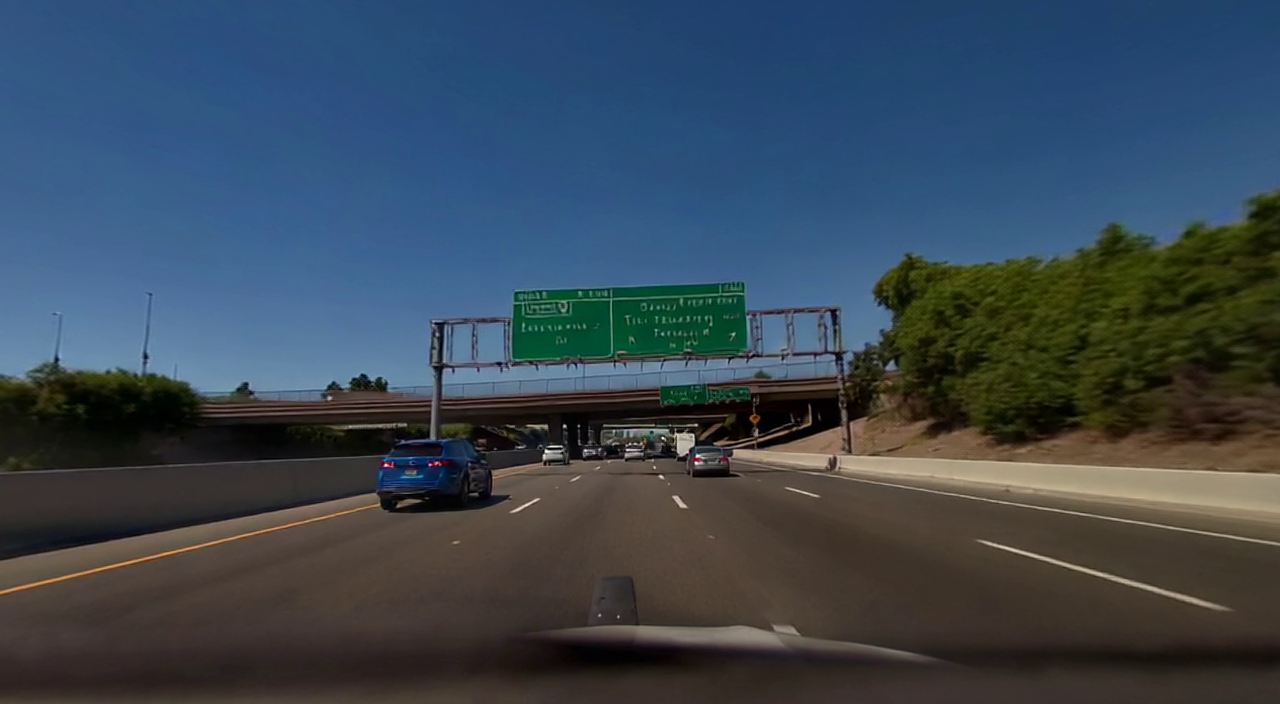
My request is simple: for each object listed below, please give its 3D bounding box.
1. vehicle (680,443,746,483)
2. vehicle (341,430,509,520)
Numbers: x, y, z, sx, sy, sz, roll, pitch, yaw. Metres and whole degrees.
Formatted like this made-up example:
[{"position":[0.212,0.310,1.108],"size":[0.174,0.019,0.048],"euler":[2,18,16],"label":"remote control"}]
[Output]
[{"position":[2.832,4.408,25.511],"size":[2.083,1.453,4.307],"euler":[0,-8,-1],"label":"vehicle"},{"position":[-4.393,2.569,13.721],"size":[2.193,1.641,4.077],"euler":[0,-8,0],"label":"vehicle"}]
